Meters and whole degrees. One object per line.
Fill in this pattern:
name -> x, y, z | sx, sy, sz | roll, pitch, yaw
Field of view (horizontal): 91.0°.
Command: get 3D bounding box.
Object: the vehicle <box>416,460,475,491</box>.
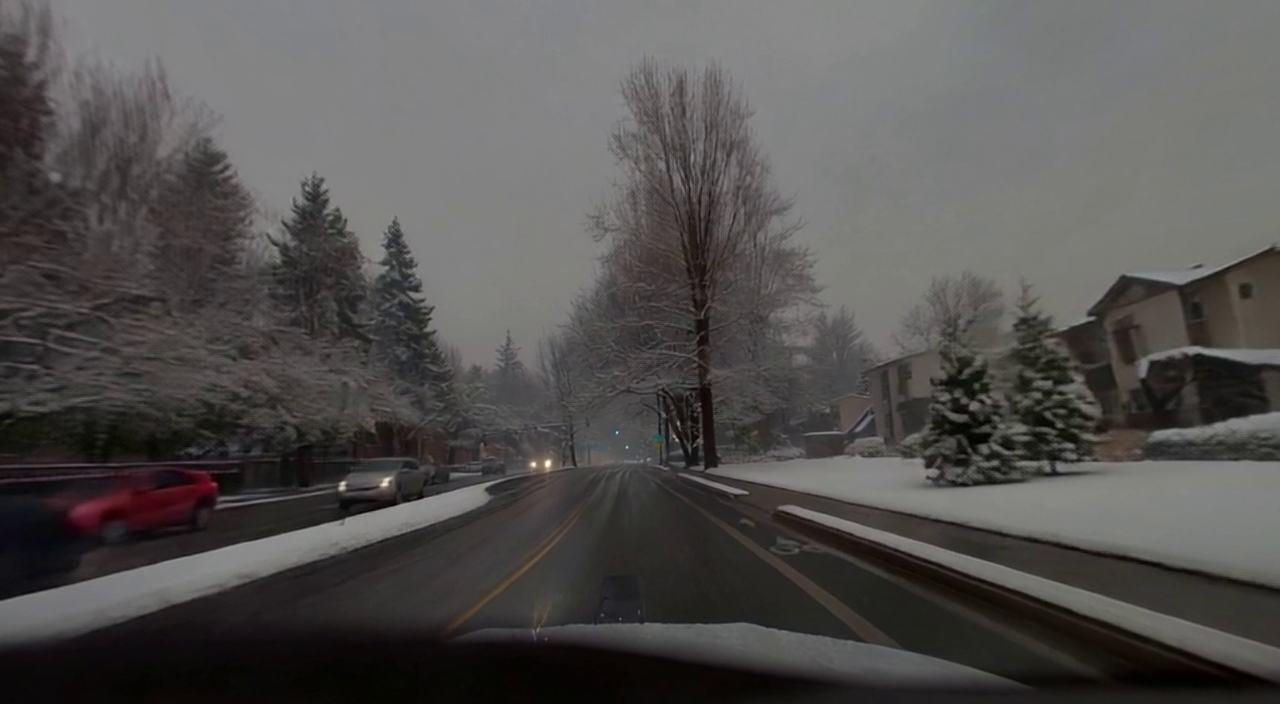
vehicle -> -10.923, 6.940, 35.671 | 1.925, 1.503, 4.411 | 0, -9, 1

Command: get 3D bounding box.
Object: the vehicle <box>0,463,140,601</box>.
vehicle -> -8.237, 2.051, 6.841 | 2.050, 1.486, 4.512 | -2, -9, -3

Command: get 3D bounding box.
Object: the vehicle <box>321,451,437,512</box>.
vehicle -> -8.865, 4.383, 21.920 | 2.057, 1.805, 4.933 | 0, -9, -2
